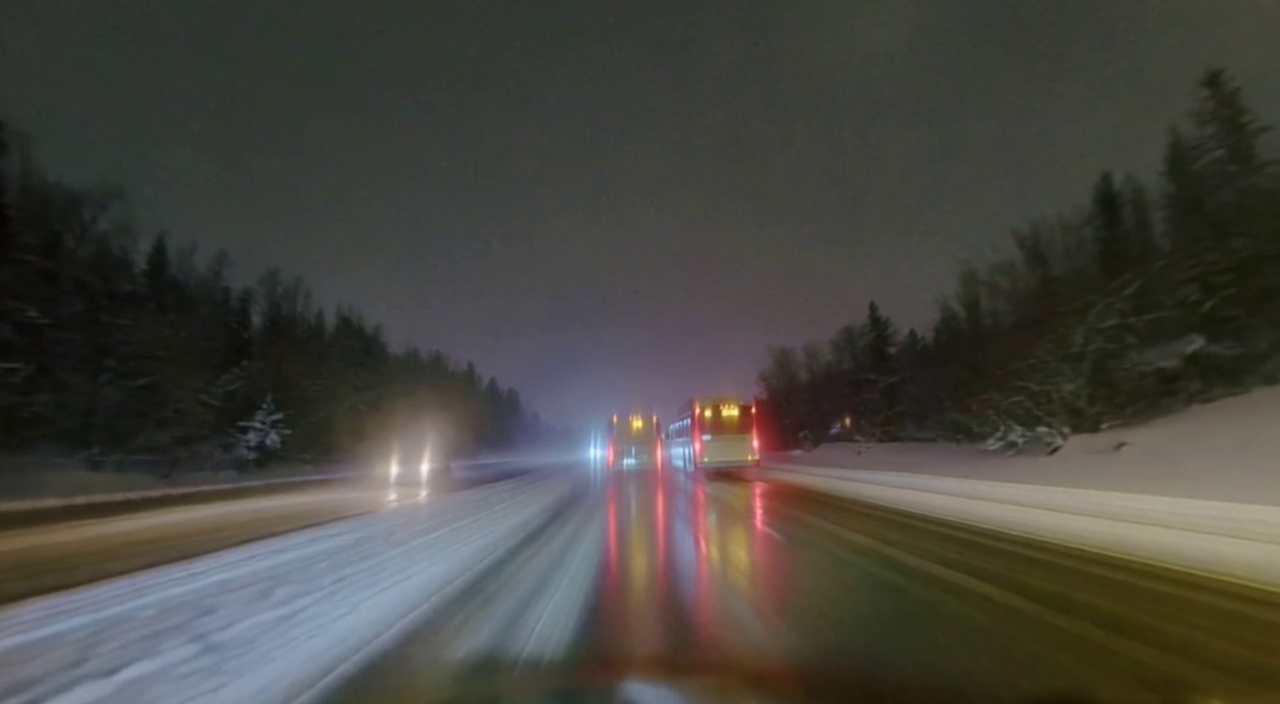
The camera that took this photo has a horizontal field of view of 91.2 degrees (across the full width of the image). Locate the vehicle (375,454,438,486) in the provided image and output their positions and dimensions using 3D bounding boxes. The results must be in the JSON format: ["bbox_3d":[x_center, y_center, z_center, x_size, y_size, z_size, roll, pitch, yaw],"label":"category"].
[{"bbox_3d":[-12.606,6.380,34.072,1.889,1.534,4.023,-1,-9,0],"label":"vehicle"}]

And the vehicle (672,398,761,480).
[{"bbox_3d":[3.805,4.953,35.059,3.074,3.668,12.805,-1,-9,-1],"label":"vehicle"}]

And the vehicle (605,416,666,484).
[{"bbox_3d":[-0.211,4.383,28.041,2.414,2.675,5.574,-1,-9,-1],"label":"vehicle"}]
